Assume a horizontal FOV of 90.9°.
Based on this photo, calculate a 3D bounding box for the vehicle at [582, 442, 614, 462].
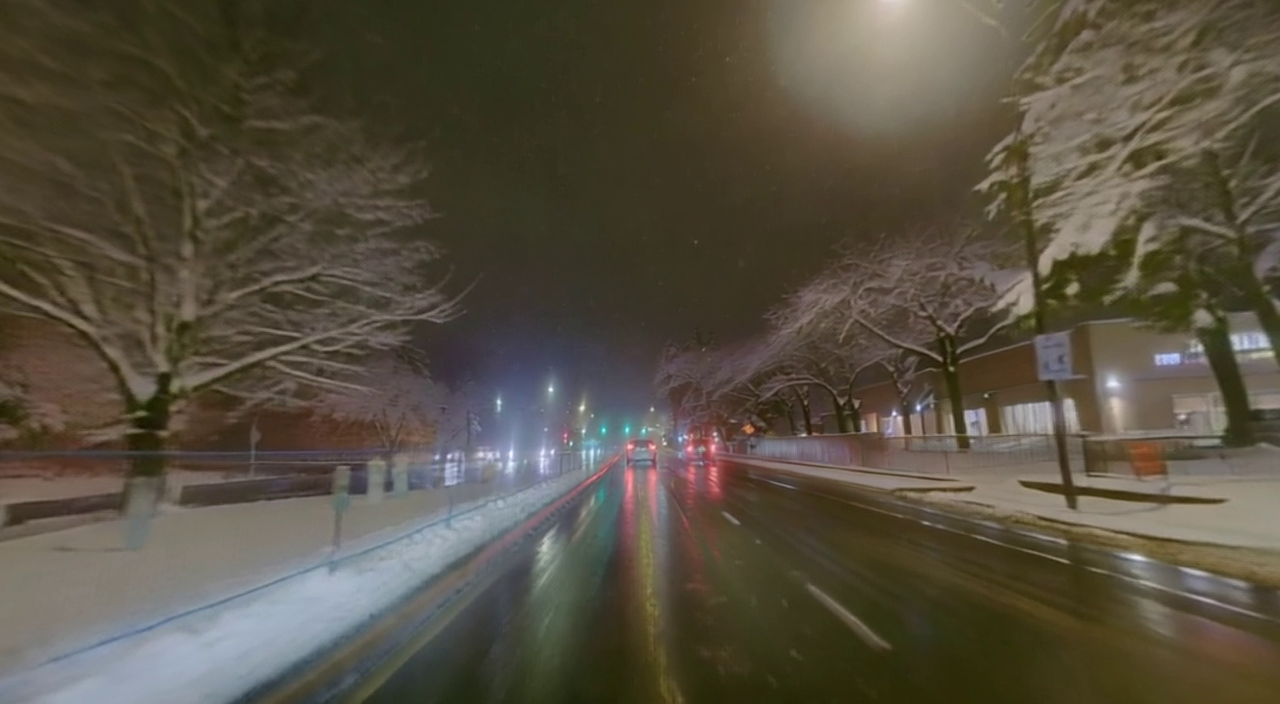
[{"bbox_3d":[-3.272,7.847,49.630,2.189,1.441,4.350,0,-8,0],"label":"vehicle"}]

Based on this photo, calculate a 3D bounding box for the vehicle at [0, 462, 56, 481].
[{"bbox_3d":[-49.376,9.475,49.933,4.209,1.429,1.872,0,-8,-3],"label":"vehicle"}]

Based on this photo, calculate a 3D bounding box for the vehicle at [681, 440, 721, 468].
[{"bbox_3d":[3.543,5.798,35.885,1.974,1.490,4.231,-2,-9,9],"label":"vehicle"}]

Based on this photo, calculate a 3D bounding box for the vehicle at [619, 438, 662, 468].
[{"bbox_3d":[0.107,5.979,37.615,2.000,1.671,4.276,-1,-8,8],"label":"vehicle"}]

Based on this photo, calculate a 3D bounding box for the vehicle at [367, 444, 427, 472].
[{"bbox_3d":[-14.544,6.350,37.999,1.868,1.528,4.317,0,-8,0],"label":"vehicle"}]
